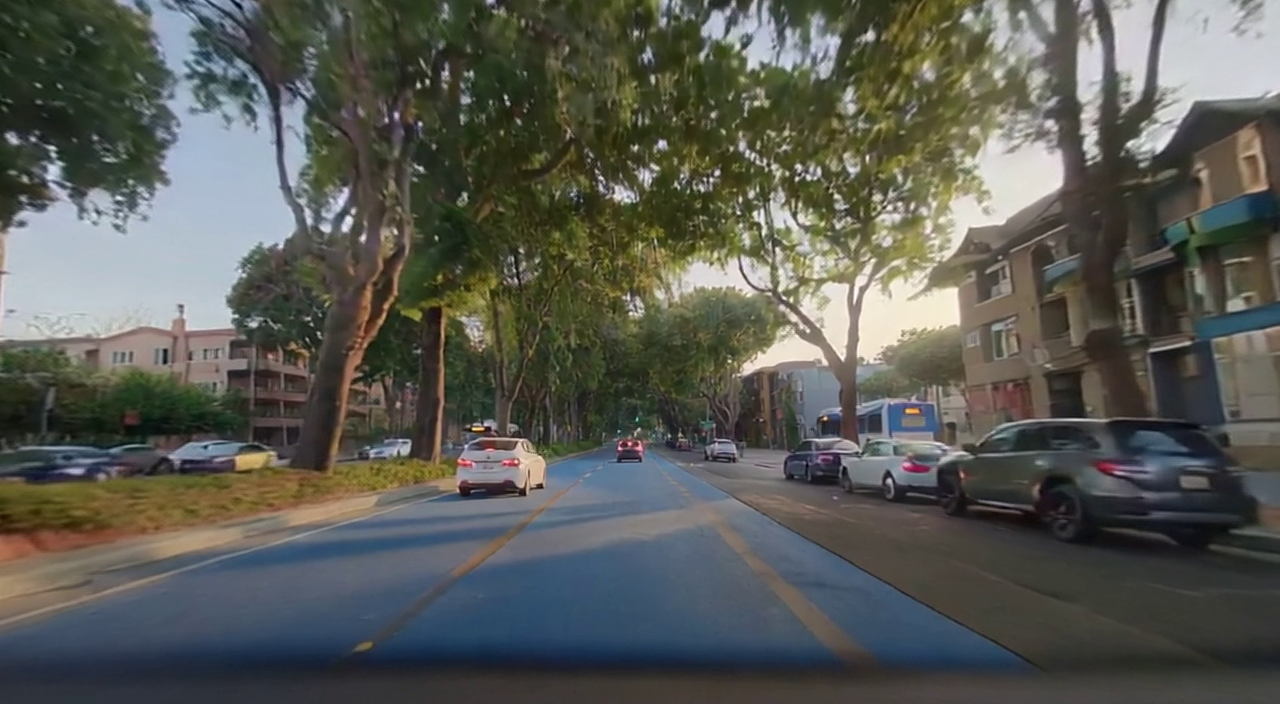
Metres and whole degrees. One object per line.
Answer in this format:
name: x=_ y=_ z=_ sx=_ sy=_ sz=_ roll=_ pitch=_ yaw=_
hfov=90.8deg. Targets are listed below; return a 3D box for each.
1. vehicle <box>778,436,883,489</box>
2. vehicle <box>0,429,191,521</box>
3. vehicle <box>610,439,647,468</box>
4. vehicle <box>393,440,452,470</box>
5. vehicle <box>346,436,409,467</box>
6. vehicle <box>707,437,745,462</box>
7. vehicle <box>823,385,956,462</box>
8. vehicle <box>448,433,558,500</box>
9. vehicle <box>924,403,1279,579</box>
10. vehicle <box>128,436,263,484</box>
vehicle: x=6.314 y=3.683 z=21.513 sx=2.130 sy=1.584 sz=4.181 roll=0 pitch=-8 yaw=-2
vehicle: x=-11.688 y=2.340 z=12.462 sx=1.972 sy=1.533 sz=5.024 roll=0 pitch=-8 yaw=0
vehicle: x=-0.610 y=5.738 z=36.024 sx=1.999 sy=1.520 sz=3.896 roll=-1 pitch=-8 yaw=0
vehicle: x=-11.682 y=5.536 z=34.236 sx=1.804 sy=1.462 sz=4.392 roll=0 pitch=-8 yaw=-2
vehicle: x=-16.782 y=6.359 z=40.650 sx=1.912 sy=1.855 sz=4.652 roll=-1 pitch=-8 yaw=3
vehicle: x=6.482 y=7.423 z=48.260 sx=2.206 sy=1.803 sz=5.753 roll=-1 pitch=-8 yaw=1
vehicle: x=17.801 y=5.510 z=47.332 sx=3.225 sy=4.571 sz=16.558 roll=-3 pitch=-8 yaw=0
vehicle: x=-3.455 y=2.965 z=16.855 sx=1.934 sy=1.522 sz=4.287 roll=-1 pitch=-8 yaw=1
vehicle: x=6.493 y=1.790 z=9.100 sx=2.375 sy=1.786 sz=5.078 roll=0 pitch=-8 yaw=-1
vehicle: x=-16.810 y=4.093 z=24.223 sx=1.885 sy=1.642 sz=4.397 roll=-1 pitch=-8 yaw=1
